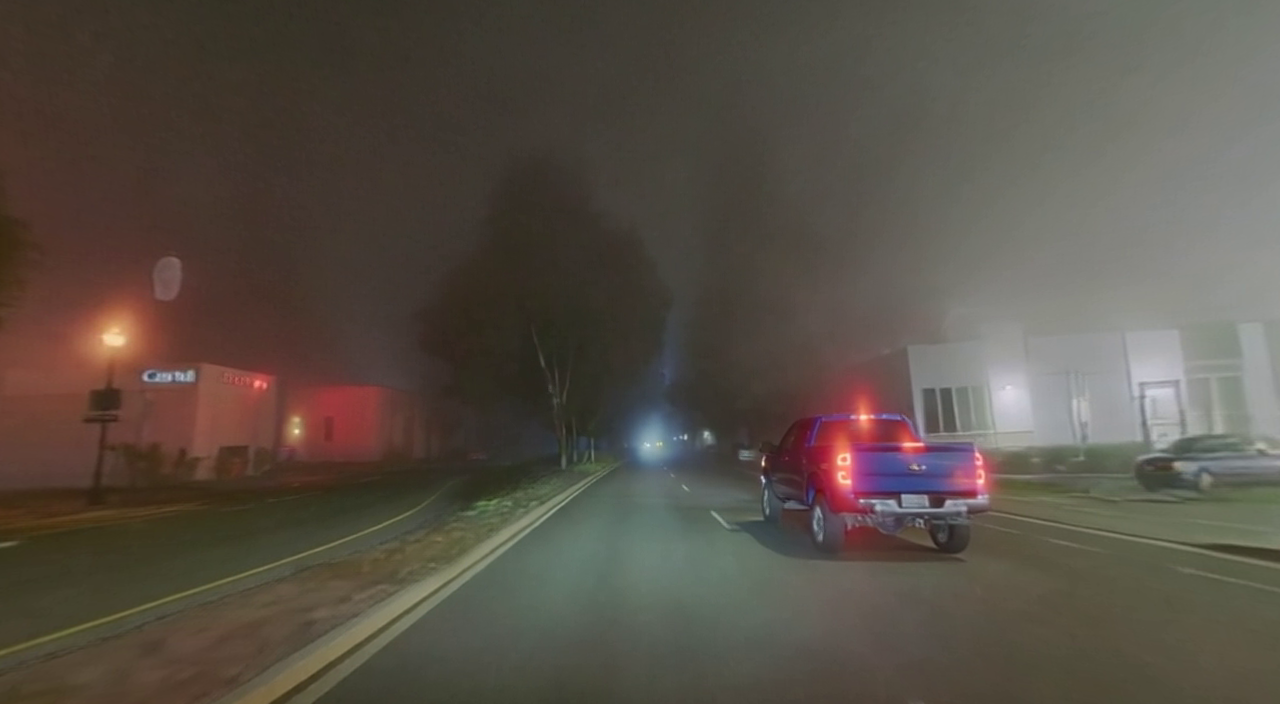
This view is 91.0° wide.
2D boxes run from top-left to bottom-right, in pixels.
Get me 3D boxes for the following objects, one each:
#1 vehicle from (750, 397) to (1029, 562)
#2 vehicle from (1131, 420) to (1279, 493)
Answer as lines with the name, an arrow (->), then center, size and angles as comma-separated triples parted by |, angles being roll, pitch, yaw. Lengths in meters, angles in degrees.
vehicle -> 3.255, 1.824, 9.775 | 2.085, 1.828, 5.383 | 0, -8, 0
vehicle -> 16.061, 2.773, 16.885 | 1.952, 1.691, 4.743 | 0, -8, 0
